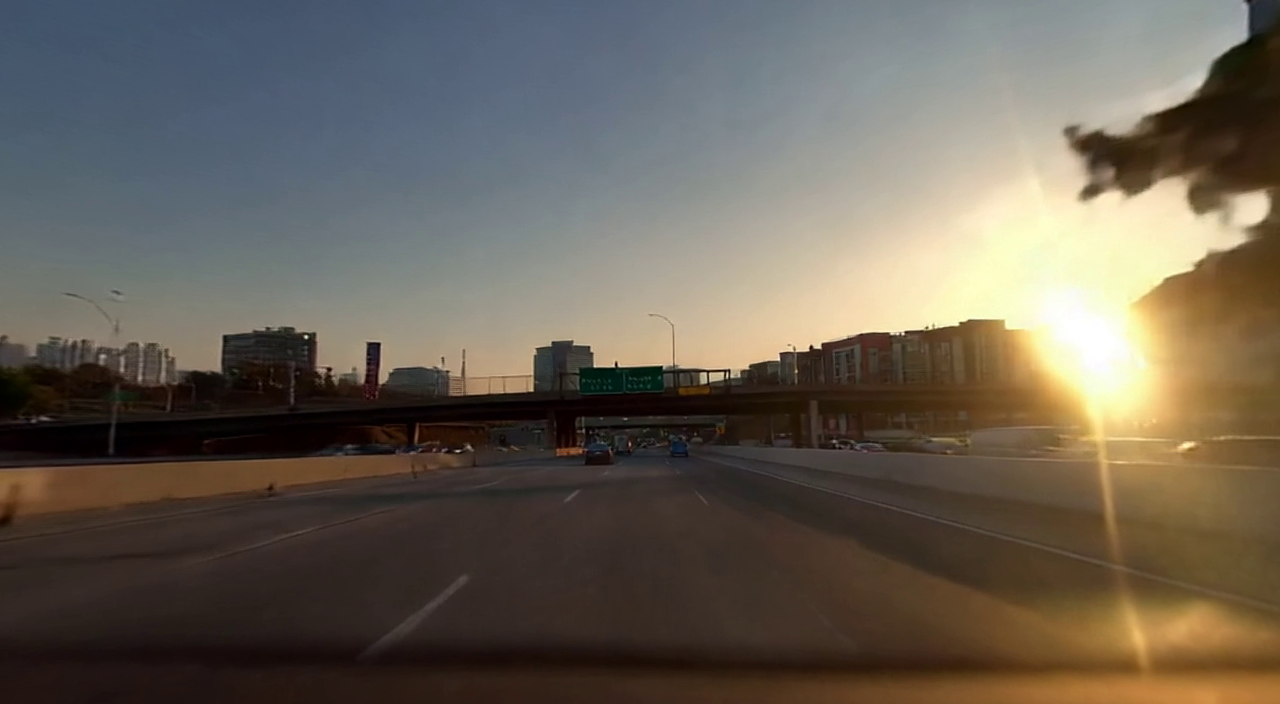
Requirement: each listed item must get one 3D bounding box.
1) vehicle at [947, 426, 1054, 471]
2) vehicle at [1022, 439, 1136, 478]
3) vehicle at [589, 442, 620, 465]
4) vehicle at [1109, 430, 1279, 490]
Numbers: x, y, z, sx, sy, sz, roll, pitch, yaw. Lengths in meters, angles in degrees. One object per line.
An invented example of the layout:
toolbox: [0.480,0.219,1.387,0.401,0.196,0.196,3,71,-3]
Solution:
vehicle: [17.991,4.863,31.922,2.229,2.050,5.602,-1,-8,2]
vehicle: [17.974,4.378,26.177,1.712,1.448,4.346,-1,-8,2]
vehicle: [-2.511,7.287,45.530,1.982,1.516,4.327,0,-8,1]
vehicle: [17.786,3.376,20.106,1.889,1.648,5.173,-1,-8,2]
